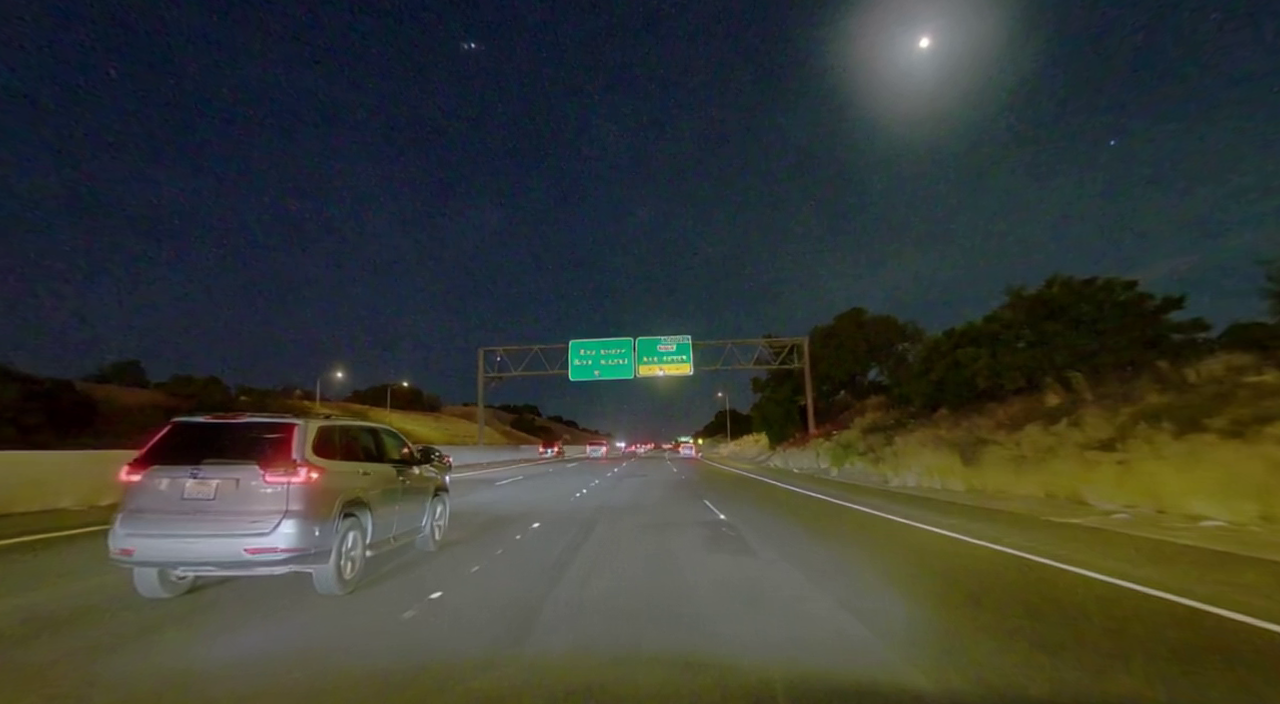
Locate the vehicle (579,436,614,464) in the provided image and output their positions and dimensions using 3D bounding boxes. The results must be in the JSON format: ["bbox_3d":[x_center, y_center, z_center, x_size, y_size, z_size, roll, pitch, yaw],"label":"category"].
[{"bbox_3d":[-3.290,7.682,49.255,2.181,2.047,5.088,0,-9,2],"label":"vehicle"}]

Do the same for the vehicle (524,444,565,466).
[{"bbox_3d":[-6.889,7.496,46.145,2.145,1.512,4.404,0,-9,2],"label":"vehicle"}]

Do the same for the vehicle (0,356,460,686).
[{"bbox_3d":[-3.609,1.310,6.036,2.218,1.848,4.789,0,-9,2],"label":"vehicle"}]
